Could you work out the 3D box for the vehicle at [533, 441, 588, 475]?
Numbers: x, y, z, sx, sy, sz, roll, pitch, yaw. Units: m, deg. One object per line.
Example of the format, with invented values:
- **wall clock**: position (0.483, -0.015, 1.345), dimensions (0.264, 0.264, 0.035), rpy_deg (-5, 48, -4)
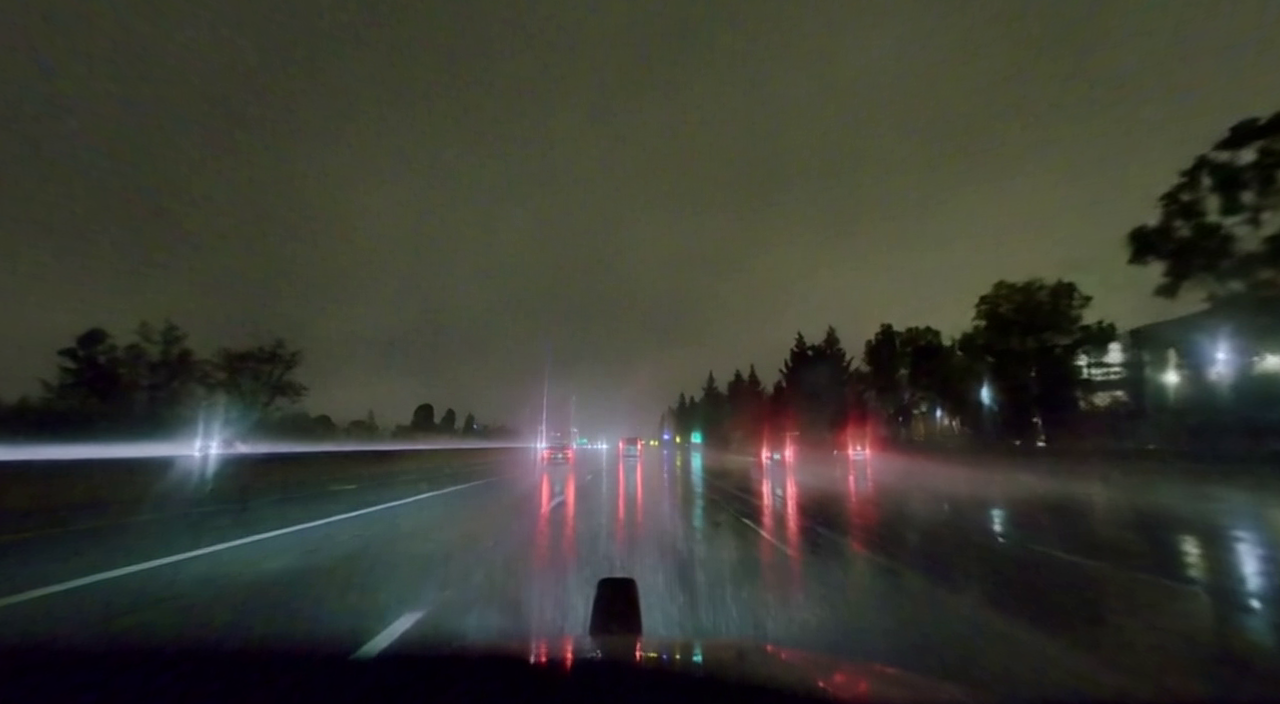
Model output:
- **vehicle**: position (-3.921, 5.324, 32.058), dimensions (2.140, 1.574, 4.946), rpy_deg (0, -8, 0)
